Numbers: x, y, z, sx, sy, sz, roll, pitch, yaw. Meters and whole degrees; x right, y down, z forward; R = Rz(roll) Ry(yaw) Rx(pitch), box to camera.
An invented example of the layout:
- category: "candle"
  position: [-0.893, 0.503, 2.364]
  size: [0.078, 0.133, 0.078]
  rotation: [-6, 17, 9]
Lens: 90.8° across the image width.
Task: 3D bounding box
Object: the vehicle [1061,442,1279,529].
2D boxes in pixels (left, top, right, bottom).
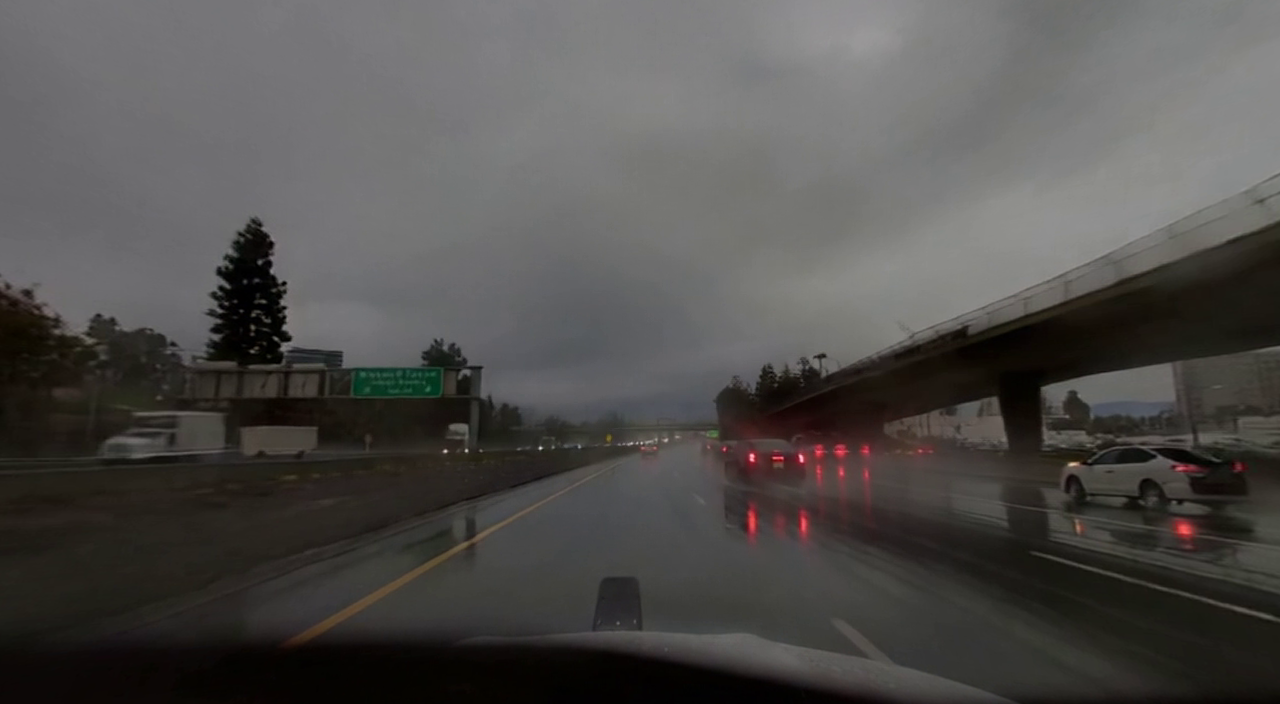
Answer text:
- category: "vehicle"
  position: [11.065, 2.597, 12.923]
  size: [1.827, 1.448, 4.370]
  rotation: [0, -9, -1]

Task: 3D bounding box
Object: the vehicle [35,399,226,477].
- category: "vehicle"
  position: [-29.779, 5.229, 37.859]
  size: [3.065, 4.038, 9.768]
  rotation: [-1, -9, 1]

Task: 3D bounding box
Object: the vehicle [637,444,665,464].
- category: "vehicle"
  position: [0.893, 7.831, 48.750]
  size: [2.046, 1.475, 3.784]
  rotation: [-1, -9, 2]

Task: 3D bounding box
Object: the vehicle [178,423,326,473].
- category: "vehicle"
  position: [-29.583, 7.512, 49.428]
  size: [2.895, 3.316, 13.545]
  rotation: [-1, -9, 1]

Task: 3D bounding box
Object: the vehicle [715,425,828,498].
- category: "vehicle"
  position: [3.585, 3.113, 18.303]
  size: [2.226, 1.779, 4.835]
  rotation: [0, -9, 0]
